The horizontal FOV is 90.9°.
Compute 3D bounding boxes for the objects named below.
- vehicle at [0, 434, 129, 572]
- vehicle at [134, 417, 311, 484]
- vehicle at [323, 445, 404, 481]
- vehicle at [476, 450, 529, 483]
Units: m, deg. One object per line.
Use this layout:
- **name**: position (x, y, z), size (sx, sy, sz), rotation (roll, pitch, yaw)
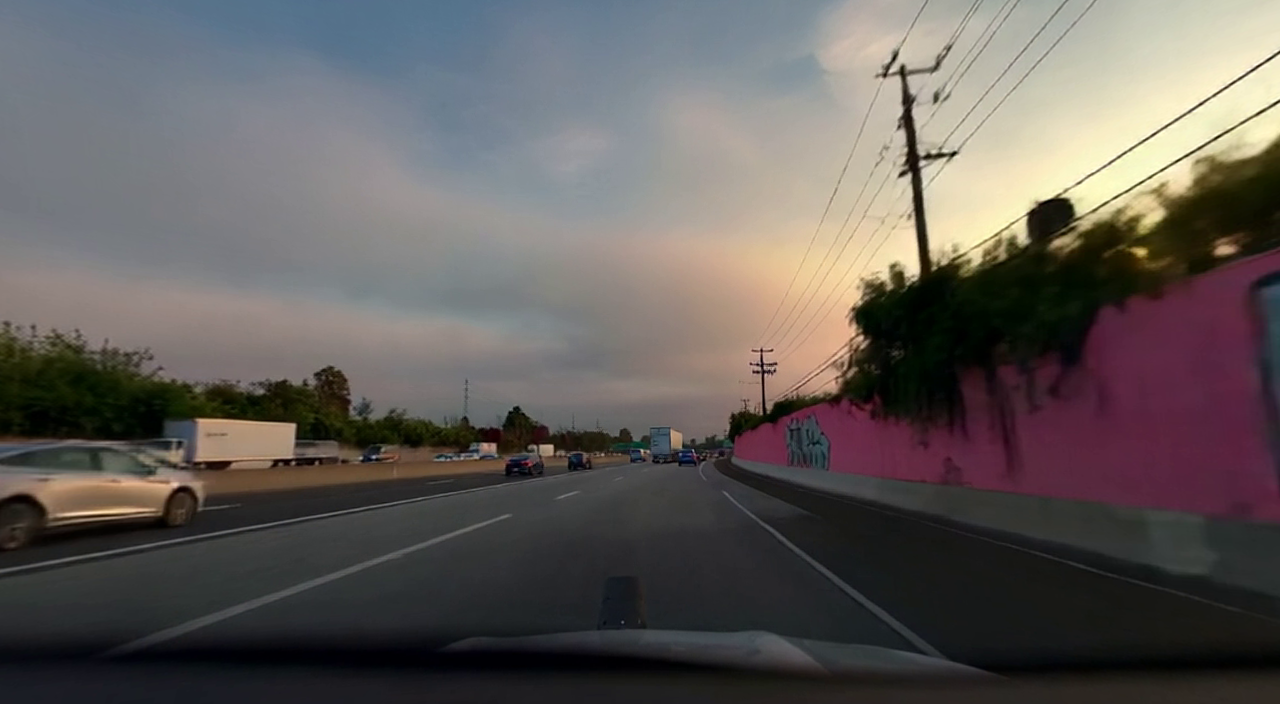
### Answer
- **vehicle**: position (-8.337, 1.701, 7.008), size (1.966, 1.565, 3.766), rotation (-1, -9, 4)
- **vehicle**: position (-26.621, 6.455, 41.410), size (2.905, 3.731, 11.444), rotation (-1, -9, 6)
- **vehicle**: position (-18.373, 7.406, 42.271), size (2.343, 2.256, 5.619), rotation (-1, -9, 6)
- **vehicle**: position (-6.646, 5.558, 30.784), size (1.708, 1.489, 2.840), rotation (-1, -9, 5)
